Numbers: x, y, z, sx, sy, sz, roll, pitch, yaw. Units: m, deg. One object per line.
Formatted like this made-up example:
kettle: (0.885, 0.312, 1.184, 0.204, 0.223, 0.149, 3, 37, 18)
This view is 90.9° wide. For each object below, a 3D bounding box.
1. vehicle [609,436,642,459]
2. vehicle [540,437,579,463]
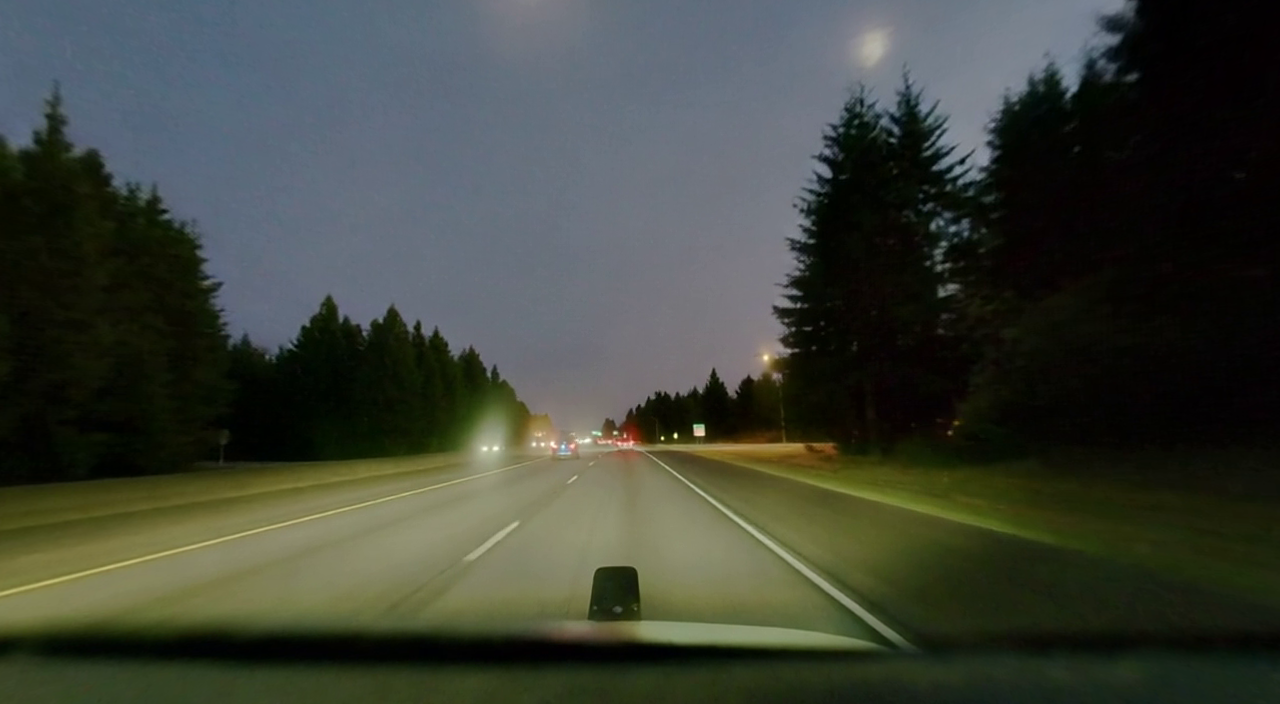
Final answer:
vehicle: (-0.973, 6.537, 43.362, 2.162, 1.460, 4.242, 0, -8, -1)
vehicle: (-4.729, 5.800, 37.685, 1.907, 1.445, 4.049, 0, -8, -1)
